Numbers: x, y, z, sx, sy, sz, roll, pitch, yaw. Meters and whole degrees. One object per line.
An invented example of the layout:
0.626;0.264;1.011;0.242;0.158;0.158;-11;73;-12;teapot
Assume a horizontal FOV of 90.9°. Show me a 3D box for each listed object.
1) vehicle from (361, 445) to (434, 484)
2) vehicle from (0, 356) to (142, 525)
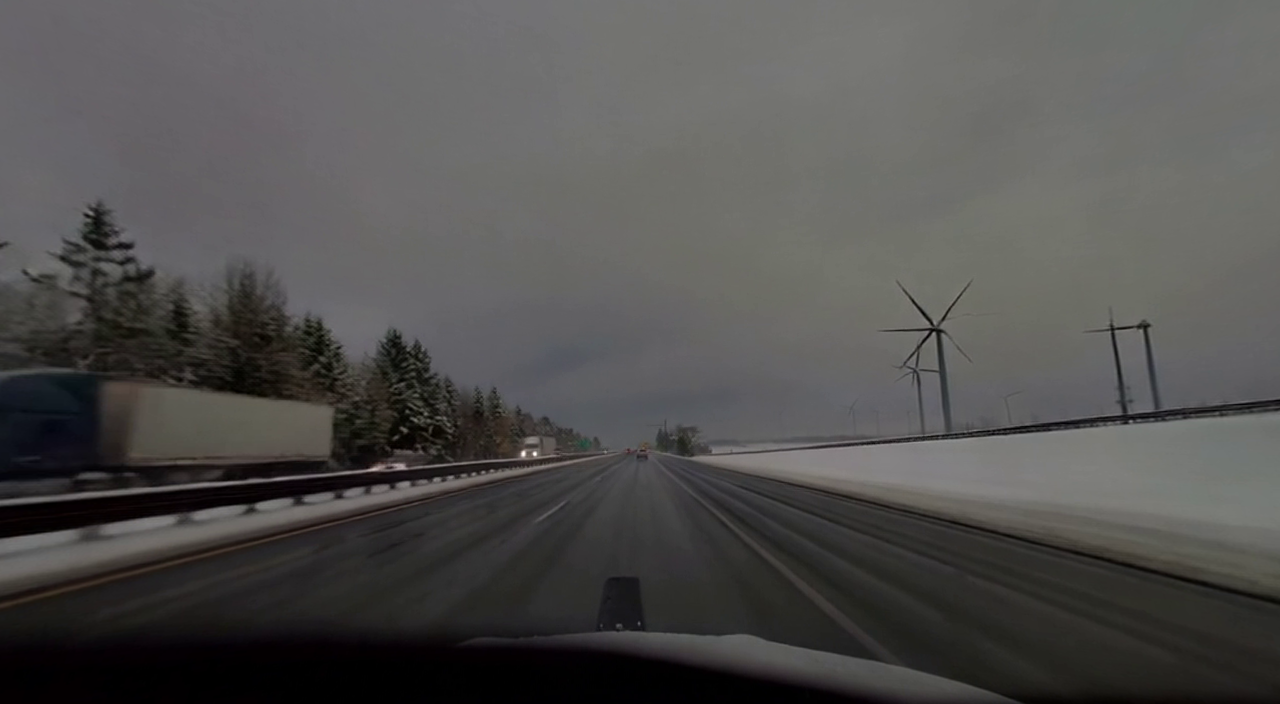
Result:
-12.117;5.660;31.820;1.925;1.809;4.234;0;-9;0;vehicle
-16.524;2.234;15.720;3.031;3.931;6.017;0;-9;0;vehicle
